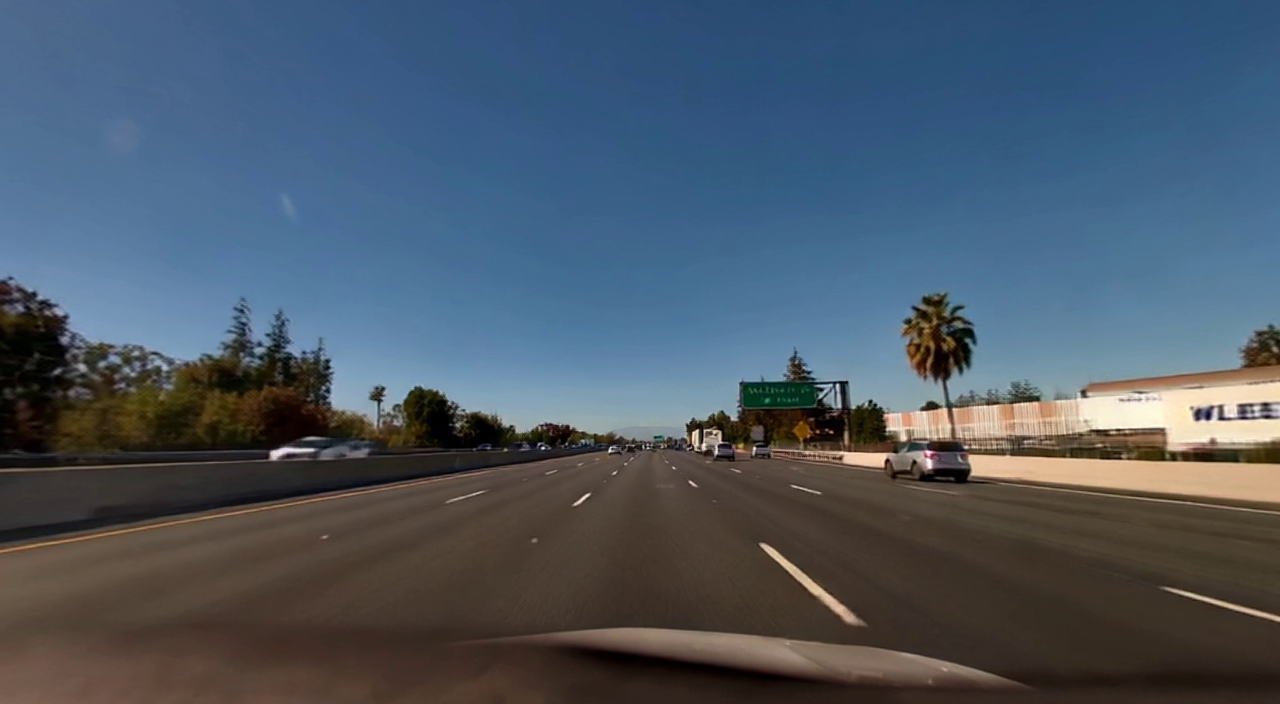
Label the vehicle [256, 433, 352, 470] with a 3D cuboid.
[{"bbox_3d":[-15.897,4.726,30.192,1.955,1.600,4.683,0,-8,1],"label":"vehicle"}]

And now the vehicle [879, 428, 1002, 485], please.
[{"bbox_3d":[10.859,3.809,23.267,2.168,1.861,4.678,0,-8,0],"label":"vehicle"}]
